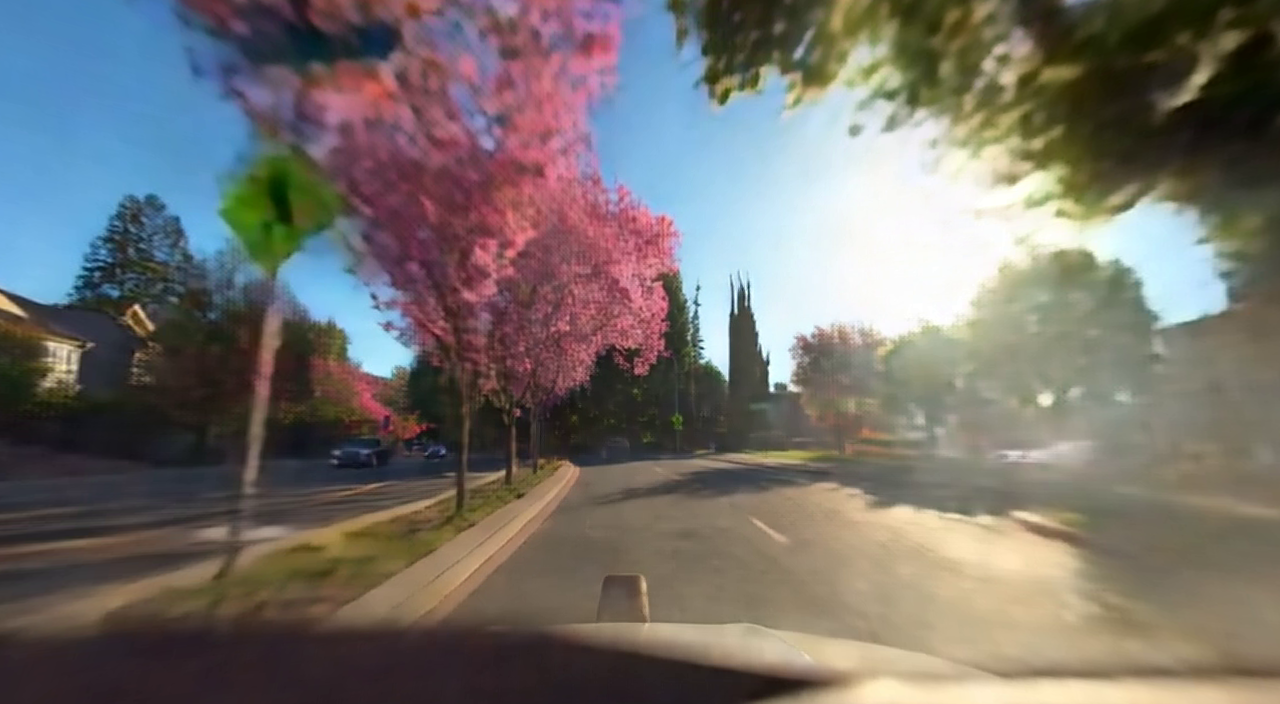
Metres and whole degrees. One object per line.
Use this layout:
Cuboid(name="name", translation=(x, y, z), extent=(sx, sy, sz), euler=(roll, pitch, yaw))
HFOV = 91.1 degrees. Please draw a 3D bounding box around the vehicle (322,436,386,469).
Cuboid(name="vehicle", translation=(-15.897, 5.607, 35.141), extent=(1.985, 1.705, 4.209), euler=(1, -9, -6))
